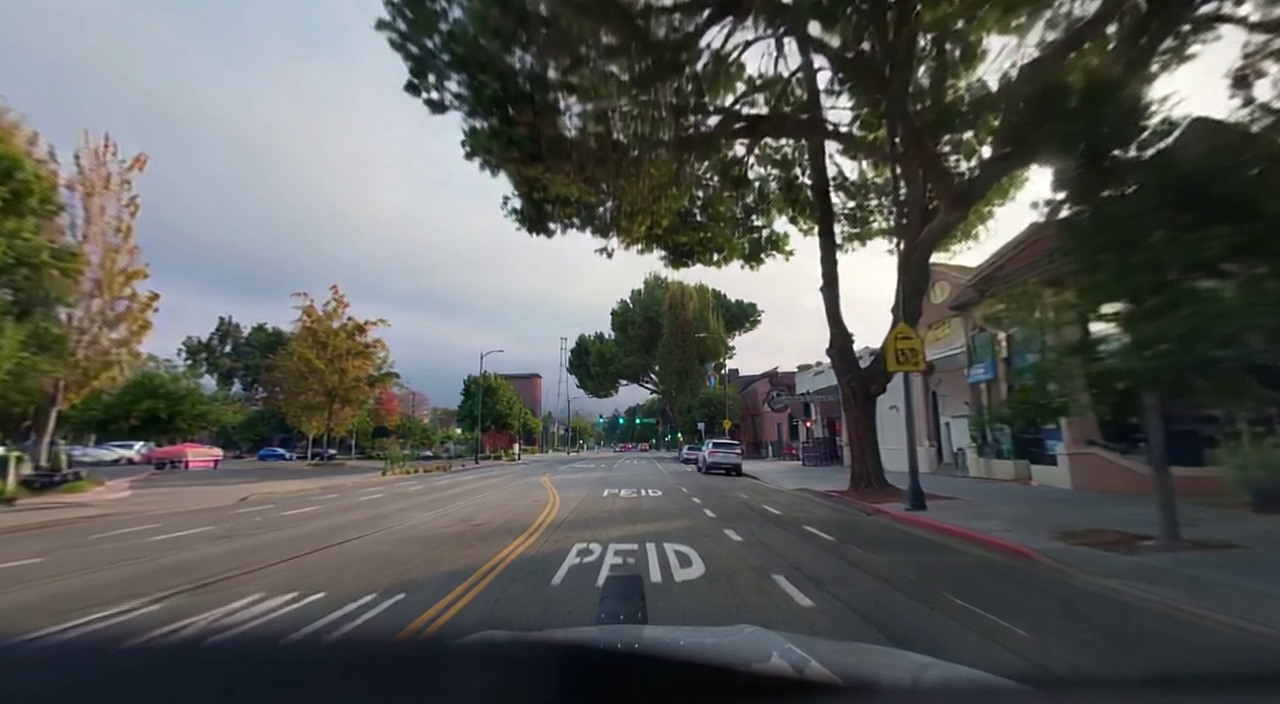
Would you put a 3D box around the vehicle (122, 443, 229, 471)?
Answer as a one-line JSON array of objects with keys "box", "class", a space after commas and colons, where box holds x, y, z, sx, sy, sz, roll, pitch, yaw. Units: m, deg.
[{"box": [-26.081, 5.914, 35.663, 4.402, 1.449, 1.880, 3, -7, -18], "class": "vehicle"}]

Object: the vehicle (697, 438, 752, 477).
[{"box": [4.004, 5.091, 30.701, 1.957, 1.753, 4.413, 0, -8, -2], "class": "vehicle"}]

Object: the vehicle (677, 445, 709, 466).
[{"box": [4.025, 7.862, 48.265, 1.856, 1.462, 4.501, 1, -8, -3], "class": "vehicle"}]
